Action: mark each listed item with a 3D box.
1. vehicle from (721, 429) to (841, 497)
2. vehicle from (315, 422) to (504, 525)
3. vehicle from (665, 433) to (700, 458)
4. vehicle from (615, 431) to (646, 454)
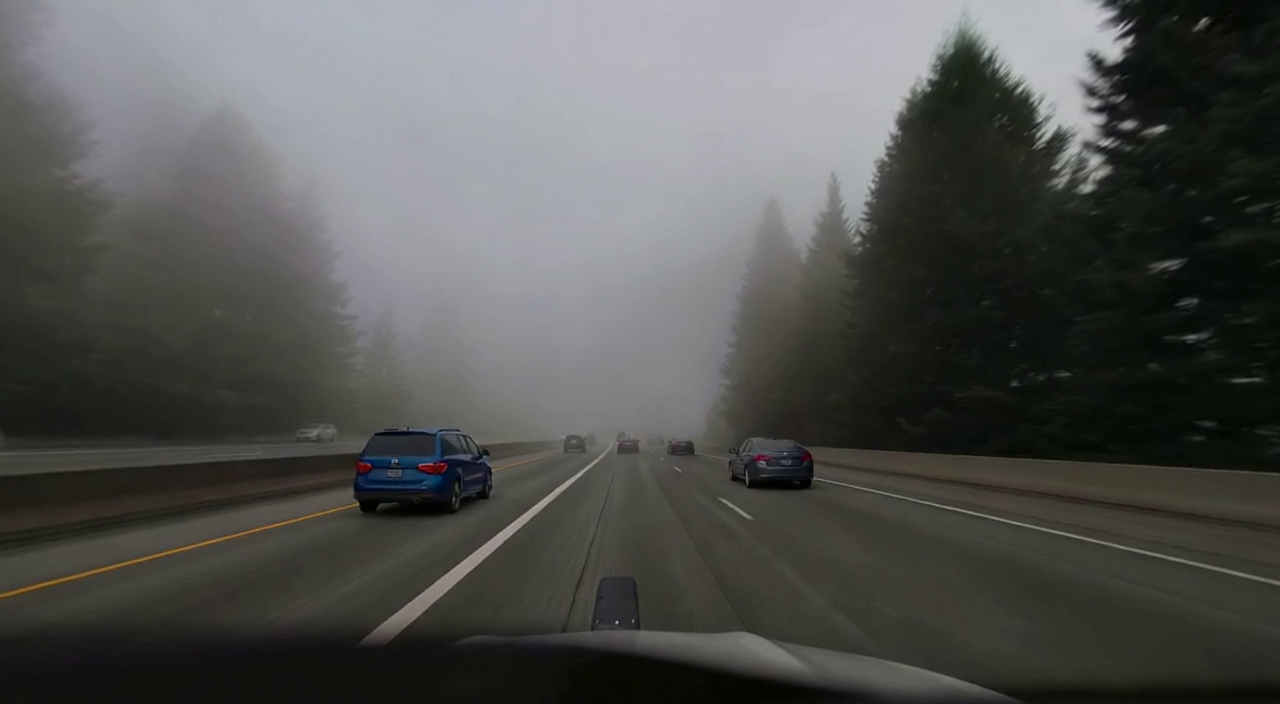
[{"bbox_3d":[3.405,2.731,16.014,1.986,1.488,3.867,0,-8,-3],"label":"vehicle"},{"bbox_3d":[-3.903,2.100,11.576,1.941,1.529,4.111,0,-8,-1],"label":"vehicle"},{"bbox_3d":[2.716,6.039,41.018,1.883,1.536,3.792,0,-8,-2],"label":"vehicle"},{"bbox_3d":[-0.777,6.923,48.373,2.191,1.727,3.981,0,-8,-3],"label":"vehicle"}]
